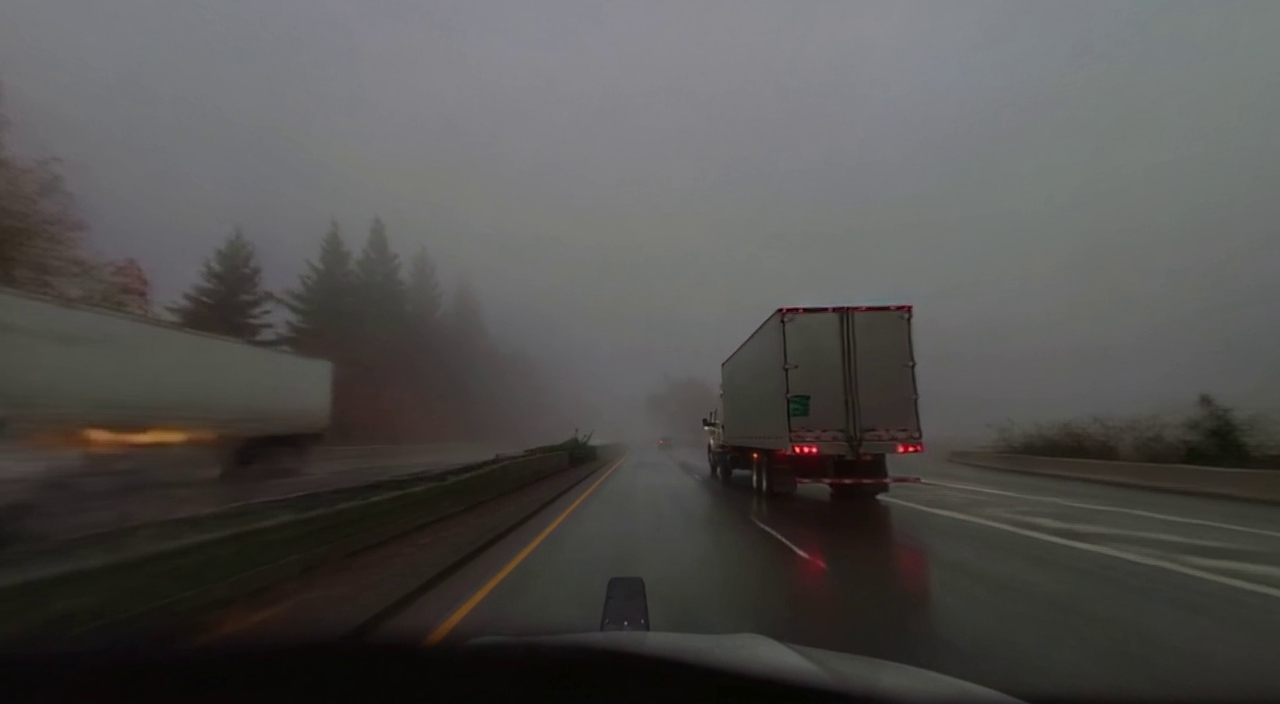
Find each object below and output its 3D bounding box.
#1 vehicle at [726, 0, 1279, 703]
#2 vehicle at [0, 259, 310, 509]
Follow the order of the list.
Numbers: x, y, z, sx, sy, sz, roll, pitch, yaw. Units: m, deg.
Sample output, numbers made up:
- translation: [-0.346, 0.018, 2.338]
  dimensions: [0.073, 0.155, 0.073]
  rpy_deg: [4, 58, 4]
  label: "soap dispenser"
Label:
- translation: [3.771, 0.213, 7.349]
  dimensions: [3.691, 4.331, 13.909]
  rpy_deg: [0, -8, 0]
  label: "vehicle"
- translation: [-11.726, 0.874, 12.609]
  dimensions: [2.874, 3.991, 13.320]
  rpy_deg: [0, -8, 0]
  label: "vehicle"
